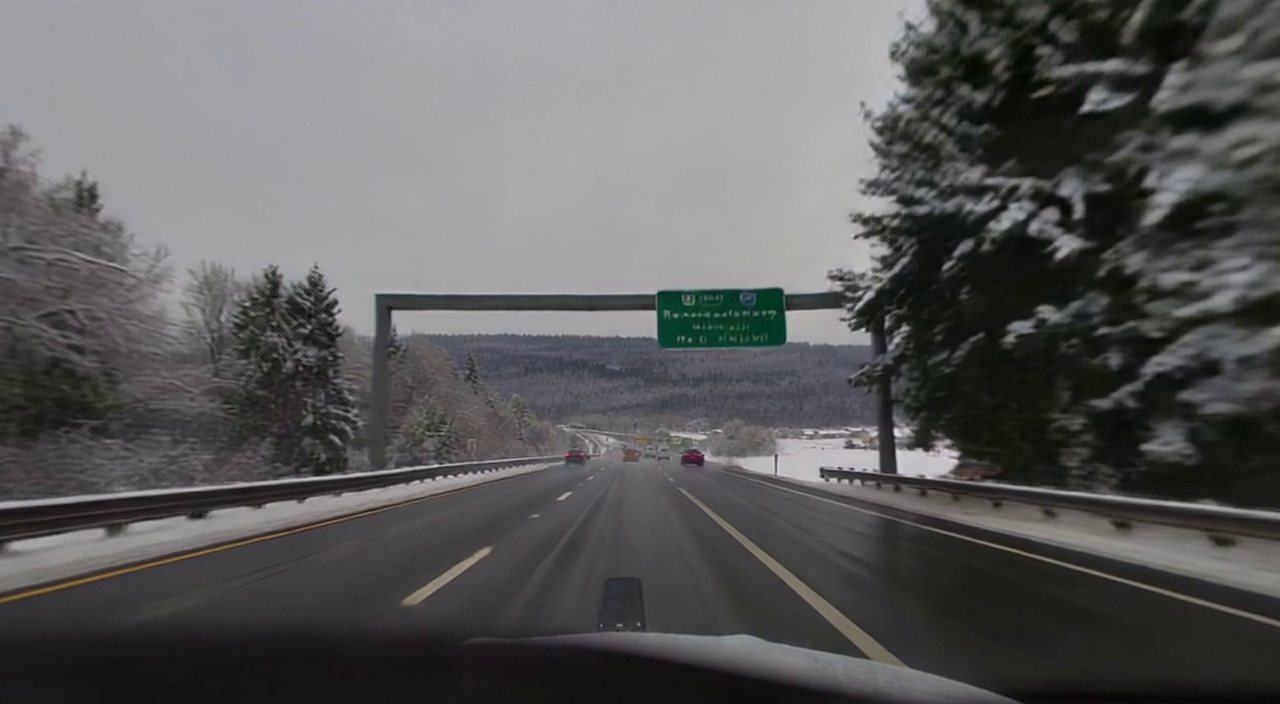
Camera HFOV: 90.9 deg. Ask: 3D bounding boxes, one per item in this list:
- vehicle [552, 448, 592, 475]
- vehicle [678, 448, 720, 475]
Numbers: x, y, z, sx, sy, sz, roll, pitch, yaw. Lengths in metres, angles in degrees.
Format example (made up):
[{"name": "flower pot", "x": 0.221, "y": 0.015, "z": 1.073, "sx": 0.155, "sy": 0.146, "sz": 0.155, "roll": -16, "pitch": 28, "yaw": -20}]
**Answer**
[{"name": "vehicle", "x": -3.981, "y": 6.474, "z": 37.433, "sx": 1.955, "sy": 1.468, "sz": 3.637, "roll": 0, "pitch": -9, "yaw": 0}, {"name": "vehicle", "x": 3.440, "y": 6.511, "z": 37.650, "sx": 2.019, "sy": 1.475, "sz": 4.301, "roll": 0, "pitch": -9, "yaw": -1}]
